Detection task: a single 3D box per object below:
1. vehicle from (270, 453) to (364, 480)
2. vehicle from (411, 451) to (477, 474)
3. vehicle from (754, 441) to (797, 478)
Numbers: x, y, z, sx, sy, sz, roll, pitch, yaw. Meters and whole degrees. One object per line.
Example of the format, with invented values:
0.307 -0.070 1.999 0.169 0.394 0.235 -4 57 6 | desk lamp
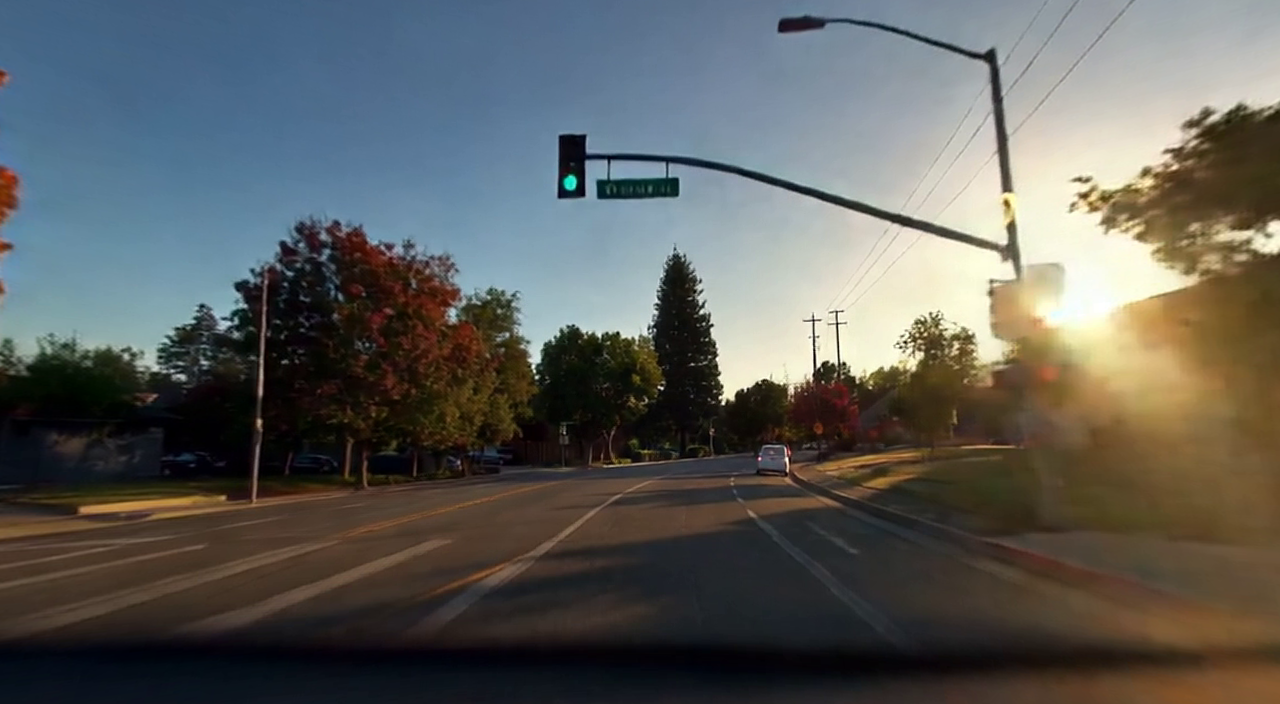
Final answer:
-18.942 6.698 37.133 4.658 1.482 1.879 -2 -9 11 | vehicle
-14.395 8.084 46.383 4.284 1.549 1.828 -3 -9 17 | vehicle
7.005 5.550 32.902 1.989 1.782 4.351 -2 -9 10 | vehicle
